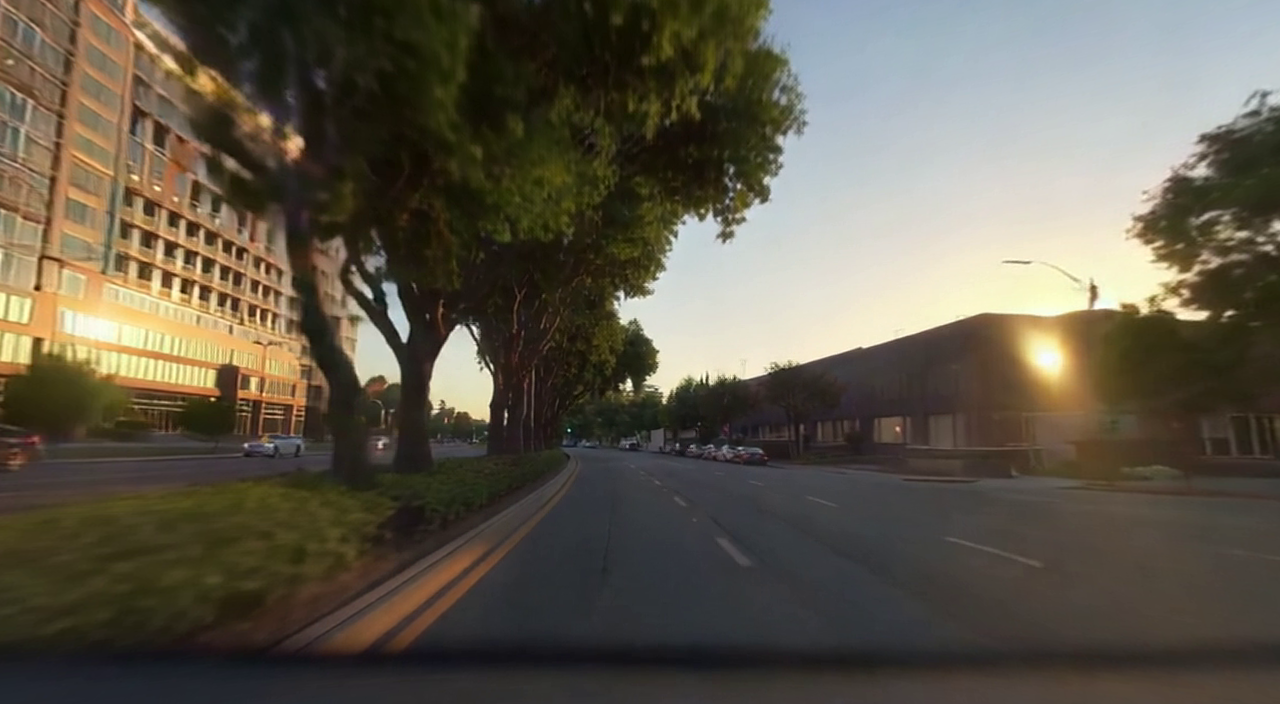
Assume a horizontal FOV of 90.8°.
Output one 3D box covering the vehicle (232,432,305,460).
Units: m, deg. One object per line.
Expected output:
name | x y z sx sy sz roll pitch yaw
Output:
vehicle | -20.009 5.094 34.232 1.822 1.453 4.053 1 -9 -6

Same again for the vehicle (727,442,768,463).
vehicle | 8.129 7.651 48.353 1.907 1.524 4.381 1 -9 -7
